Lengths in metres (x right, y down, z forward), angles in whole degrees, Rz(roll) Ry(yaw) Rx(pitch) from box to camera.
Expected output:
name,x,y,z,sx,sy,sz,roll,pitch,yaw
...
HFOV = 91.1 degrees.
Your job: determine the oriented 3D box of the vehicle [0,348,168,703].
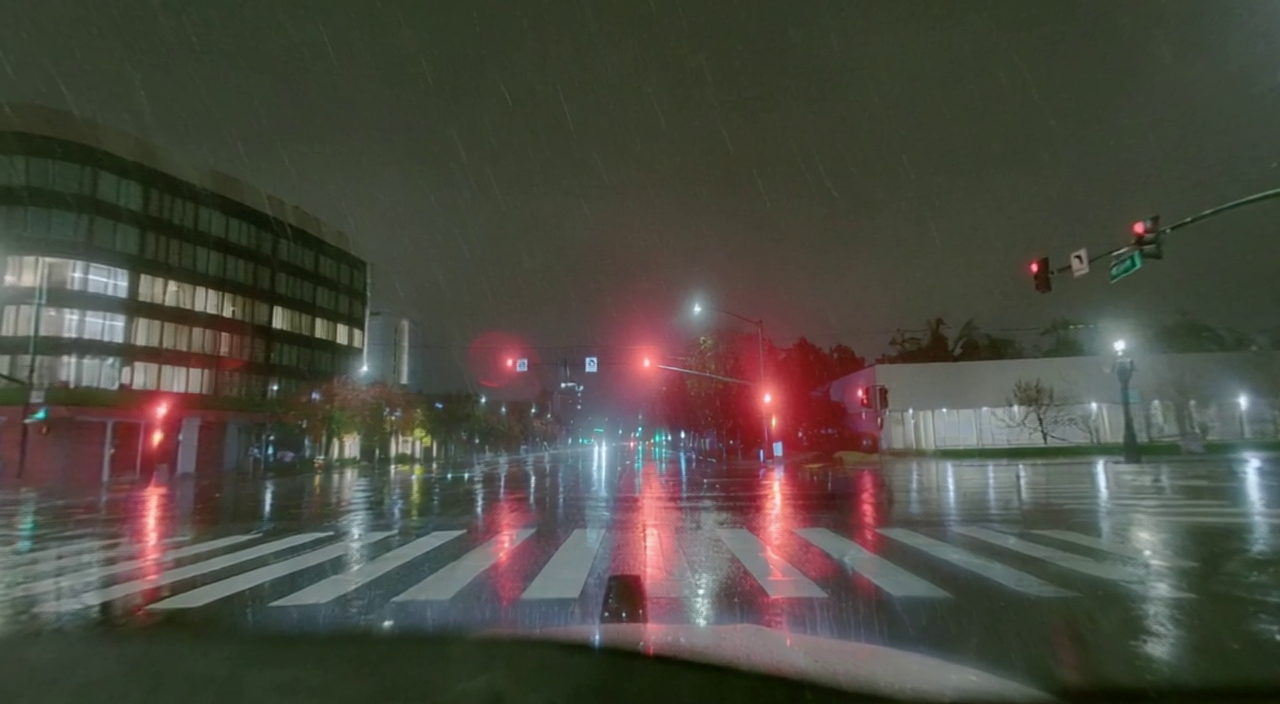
name,x,y,z,sx,sy,sz,roll,pitch,yaw
vehicle,-3.637,0.620,1.056,2.109,1.692,4.587,0,-8,0
